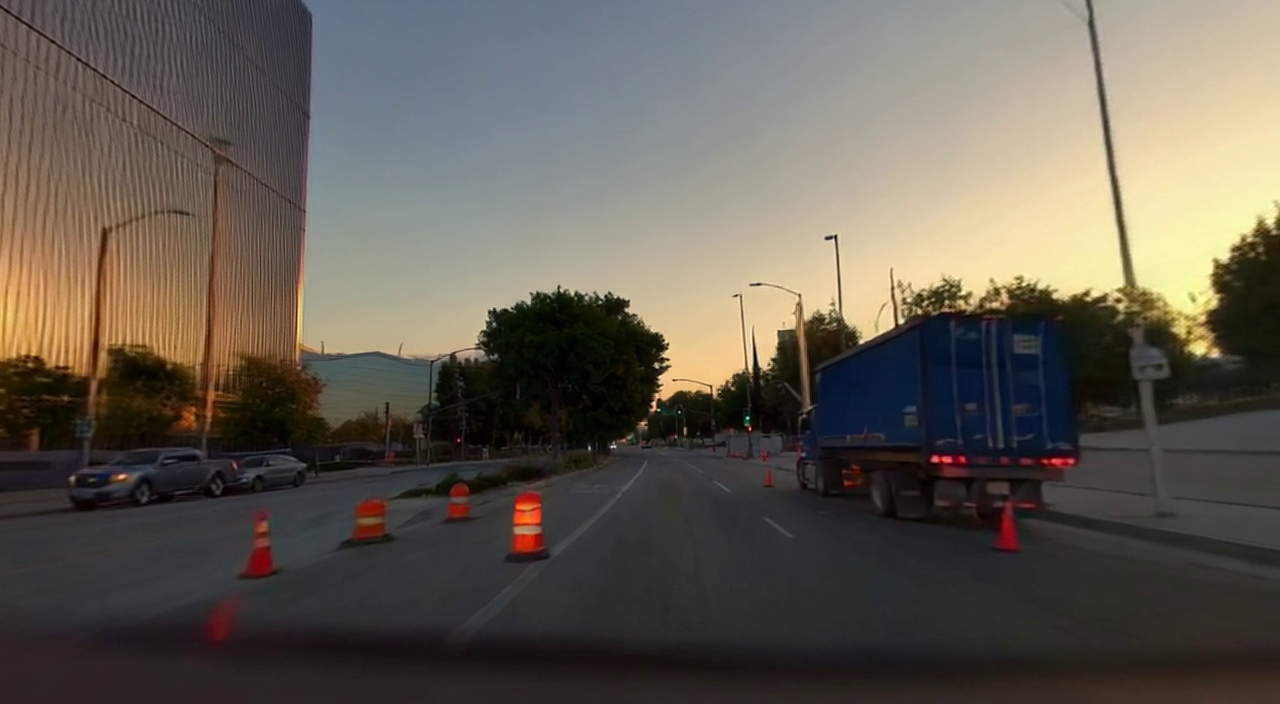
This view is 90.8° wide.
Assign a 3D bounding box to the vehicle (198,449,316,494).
[{"bbox_3d":[-16.085,5.003,26.918,1.925,1.665,4.893,0,-8,0],"label":"vehicle"}]

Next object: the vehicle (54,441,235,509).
[{"bbox_3d":[-16.167,3.974,21.065,1.937,1.984,4.928,0,-8,1],"label":"vehicle"}]

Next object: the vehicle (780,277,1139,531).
[{"bbox_3d":[5.916,1.460,14.603,3.176,3.913,9.805,0,-8,0],"label":"vehicle"}]
